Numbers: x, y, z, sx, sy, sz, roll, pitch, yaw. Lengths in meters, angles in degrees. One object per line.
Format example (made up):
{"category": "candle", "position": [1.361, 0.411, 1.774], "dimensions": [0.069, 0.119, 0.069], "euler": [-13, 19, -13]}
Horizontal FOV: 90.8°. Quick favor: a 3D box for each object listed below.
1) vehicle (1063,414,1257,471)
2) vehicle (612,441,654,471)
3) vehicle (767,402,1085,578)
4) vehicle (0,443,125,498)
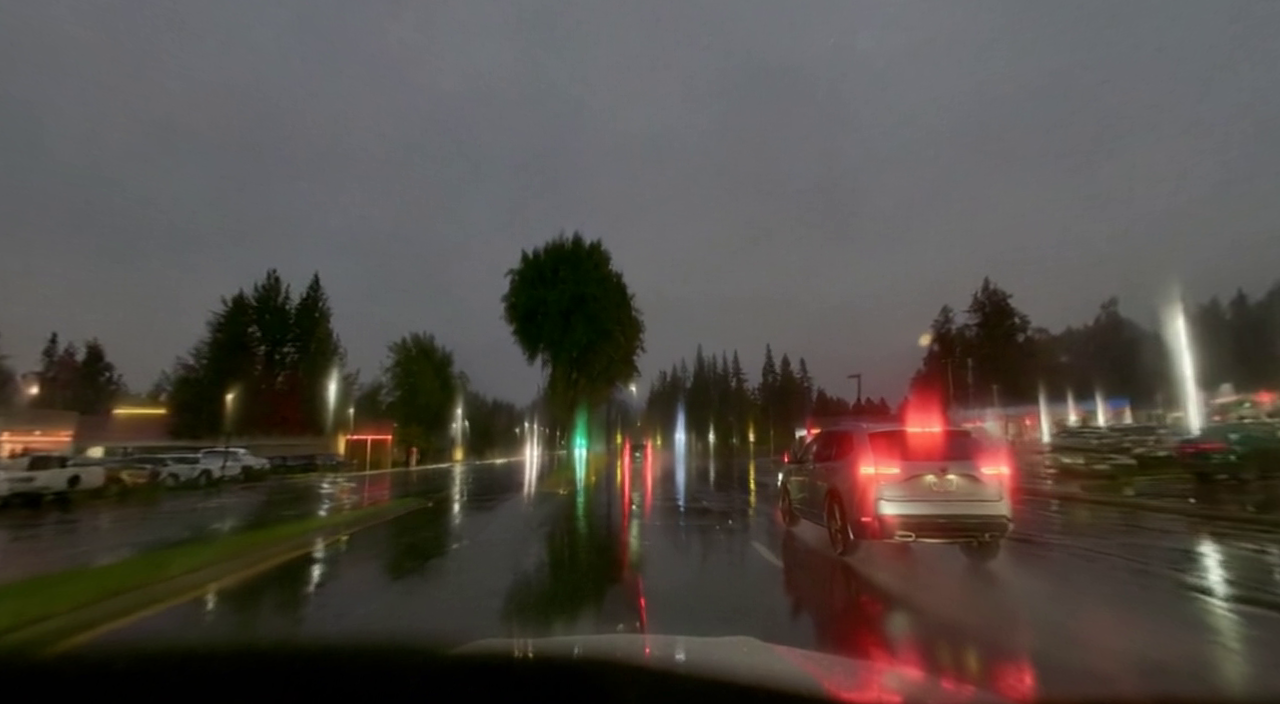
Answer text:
{"category": "vehicle", "position": [20.031, 3.538, 24.613], "dimensions": [5.115, 1.990, 2.518], "euler": [-2, -9, 5]}
{"category": "vehicle", "position": [-0.345, 5.551, 33.795], "dimensions": [2.126, 1.475, 3.967], "euler": [0, -8, 0]}
{"category": "vehicle", "position": [3.250, 1.673, 8.443], "dimensions": [2.110, 1.698, 4.397], "euler": [0, -8, -1]}
{"category": "vehicle", "position": [-24.889, 4.859, 26.122], "dimensions": [5.094, 2.044, 2.197], "euler": [-1, -7, -3]}
